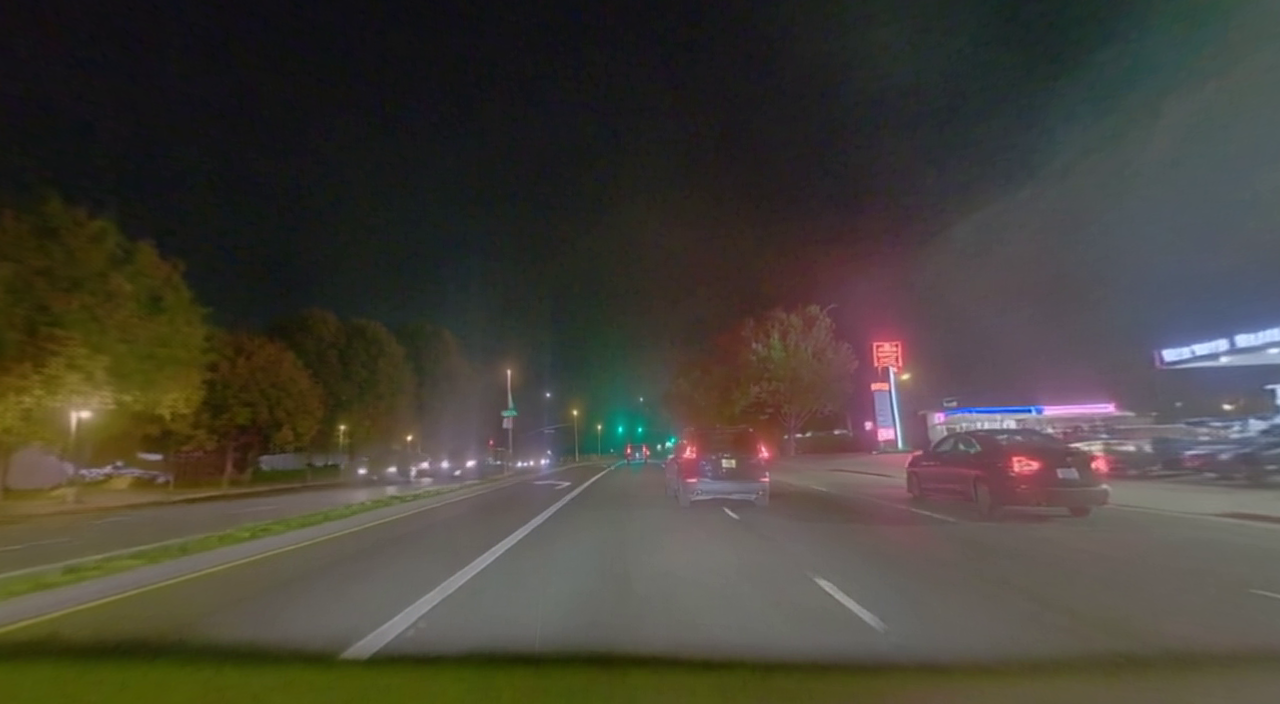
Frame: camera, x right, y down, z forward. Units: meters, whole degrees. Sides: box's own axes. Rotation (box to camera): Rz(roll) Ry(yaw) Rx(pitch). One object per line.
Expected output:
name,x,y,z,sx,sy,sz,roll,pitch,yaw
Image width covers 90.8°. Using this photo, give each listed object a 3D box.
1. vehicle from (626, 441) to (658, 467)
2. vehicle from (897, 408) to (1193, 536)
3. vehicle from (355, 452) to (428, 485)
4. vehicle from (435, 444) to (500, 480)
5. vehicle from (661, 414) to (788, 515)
vehicle,0.124,6.992,43.447,2.101,1.707,3.904,0,-9,-1
vehicle,6.650,2.041,11.252,2.025,1.765,4.729,0,-9,-1
vehicle,-12.278,5.773,31.568,1.868,1.496,4.390,0,-9,0
vehicle,-8.929,5.728,33.136,2.044,1.695,4.503,0,-9,1
vehicle,1.716,2.546,14.719,2.038,1.917,4.900,0,-9,-3
